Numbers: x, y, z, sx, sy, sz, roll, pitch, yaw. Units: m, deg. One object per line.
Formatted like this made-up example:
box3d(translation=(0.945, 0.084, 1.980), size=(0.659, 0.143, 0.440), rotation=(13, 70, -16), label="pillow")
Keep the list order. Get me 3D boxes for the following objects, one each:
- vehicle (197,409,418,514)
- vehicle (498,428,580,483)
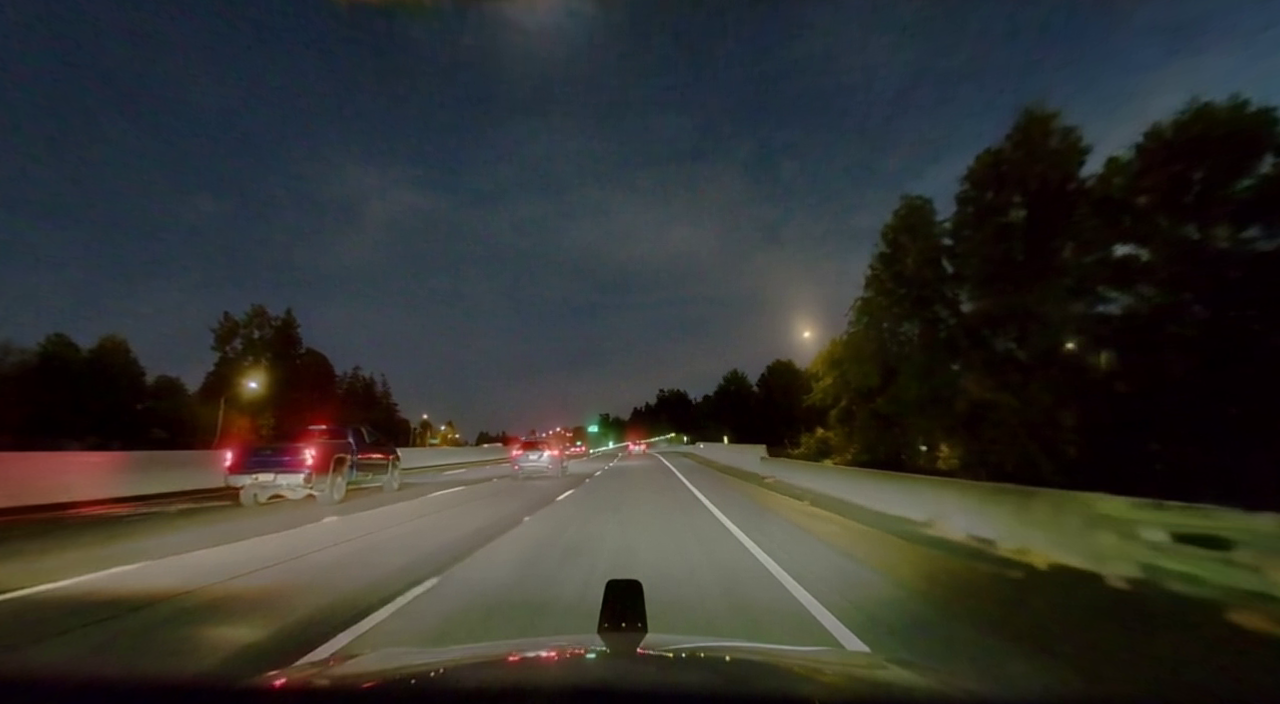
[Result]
box3d(translation=(-7.225, 2.456, 14.554), size=(2.160, 1.949, 5.293), rotation=(0, -8, 1), label="vehicle")
box3d(translation=(-3.614, 3.825, 23.499), size=(2.142, 1.789, 5.009), rotation=(0, -8, 1), label="vehicle")
